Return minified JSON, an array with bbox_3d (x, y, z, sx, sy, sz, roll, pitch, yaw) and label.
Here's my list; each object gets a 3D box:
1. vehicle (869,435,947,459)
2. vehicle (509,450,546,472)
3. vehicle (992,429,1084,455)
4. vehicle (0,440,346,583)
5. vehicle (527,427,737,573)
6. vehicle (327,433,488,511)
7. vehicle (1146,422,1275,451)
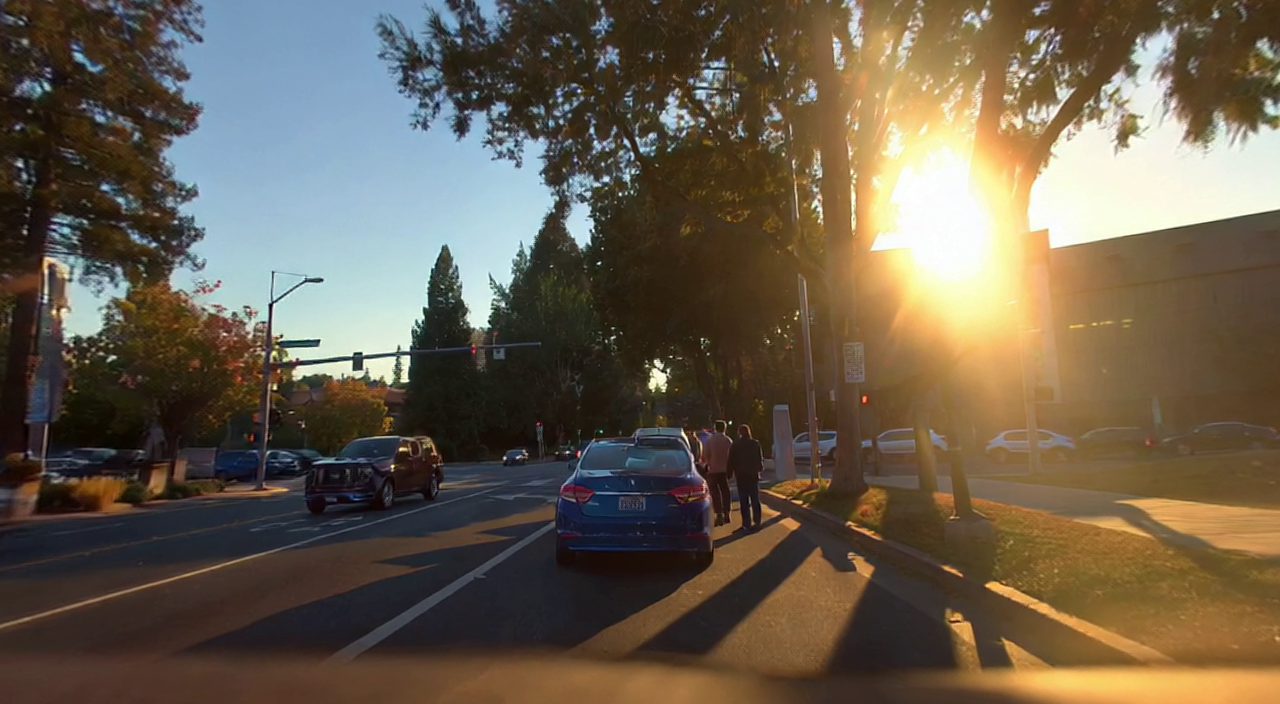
[{"bbox_3d":[17.536,6.215,41.138,4.441,1.452,1.798,-5,-10,30],"label":"vehicle"},{"bbox_3d":[-8.248,8.012,46.391,1.823,1.543,3.944,0,-9,2],"label":"vehicle"},{"bbox_3d":[23.824,5.436,37.743,4.454,1.440,1.816,-5,-10,30],"label":"vehicle"},{"bbox_3d":[-6.324,2.062,9.034,1.948,1.530,4.283,0,-9,3],"label":"vehicle"},{"bbox_3d":[-0.052,1.860,8.680,2.182,1.501,4.150,0,-9,1],"label":"vehicle"},{"bbox_3d":[-6.145,3.219,17.468,2.230,1.811,5.183,-1,-9,3],"label":"vehicle"},{"bbox_3d":[30.527,4.599,33.797,4.739,1.472,1.804,-5,-10,30],"label":"vehicle"}]
